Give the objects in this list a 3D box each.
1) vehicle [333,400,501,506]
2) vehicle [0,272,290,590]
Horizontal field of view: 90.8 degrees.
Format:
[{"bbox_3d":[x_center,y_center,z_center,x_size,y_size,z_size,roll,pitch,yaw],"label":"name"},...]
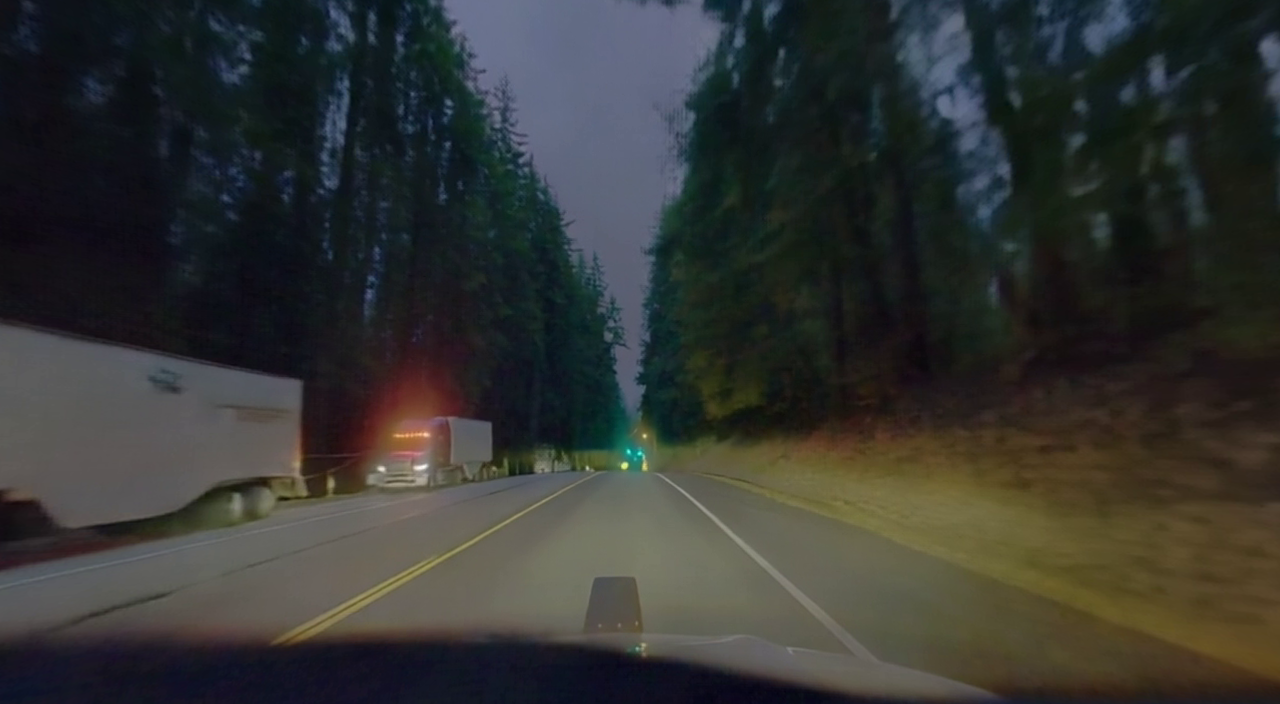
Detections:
[{"bbox_3d":[-8.257,3.838,25.383,2.905,3.359,10.168,0,-7,1],"label":"vehicle"},{"bbox_3d":[-8.214,0.923,7.316,2.788,3.365,9.652,0,-8,0],"label":"vehicle"}]
